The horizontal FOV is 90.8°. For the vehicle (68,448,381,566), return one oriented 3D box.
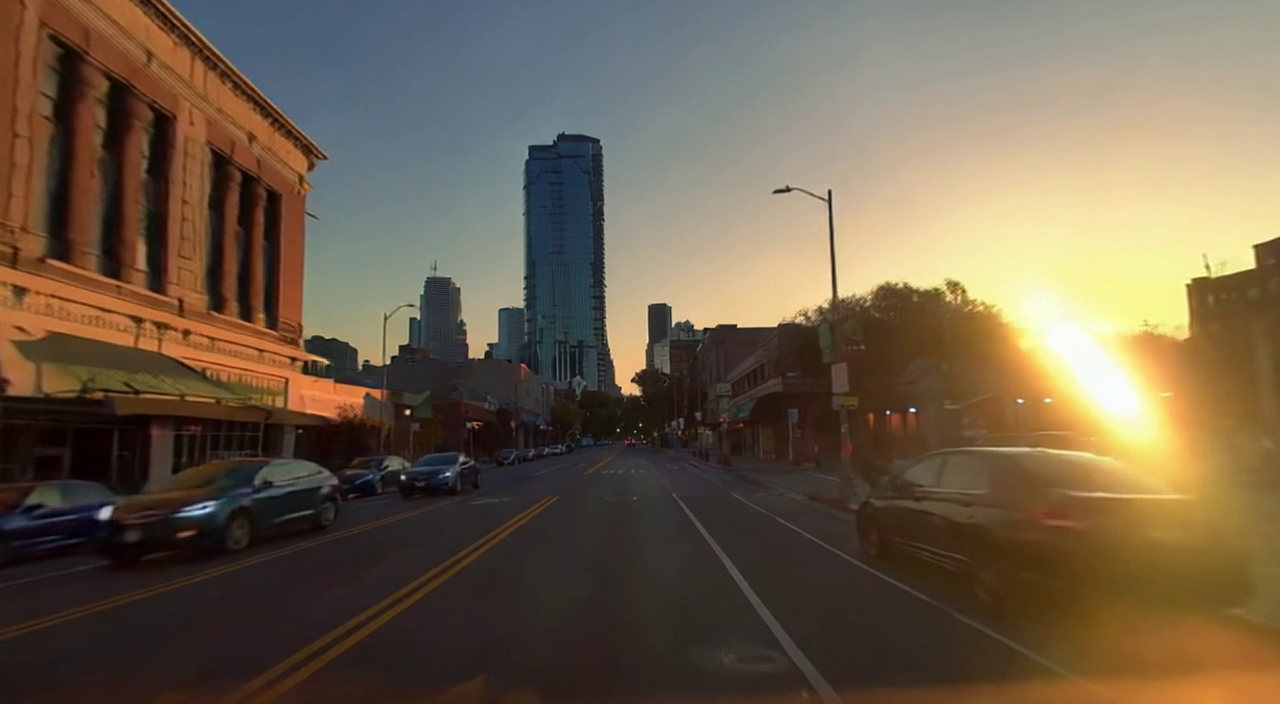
[{"bbox_3d":[-6.384,2.378,10.634,1.993,1.484,4.812,0,-8,0],"label":"vehicle"}]

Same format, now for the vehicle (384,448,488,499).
[{"bbox_3d":[-6.641,3.978,21.169,1.962,1.475,4.580,0,-8,0],"label":"vehicle"}]

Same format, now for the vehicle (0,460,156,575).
[{"bbox_3d":[-11.118,2.937,11.426,1.812,1.538,3.761,-3,-5,0],"label":"vehicle"}]

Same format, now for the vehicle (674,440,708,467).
[{"bbox_3d":[3.563,7.176,44.814,2.118,1.779,5.121,-1,-8,2],"label":"vehicle"}]

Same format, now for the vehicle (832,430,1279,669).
[{"bbox_3d":[3.709,1.596,6.425,1.937,1.481,4.760,0,-8,-1],"label":"vehicle"}]
